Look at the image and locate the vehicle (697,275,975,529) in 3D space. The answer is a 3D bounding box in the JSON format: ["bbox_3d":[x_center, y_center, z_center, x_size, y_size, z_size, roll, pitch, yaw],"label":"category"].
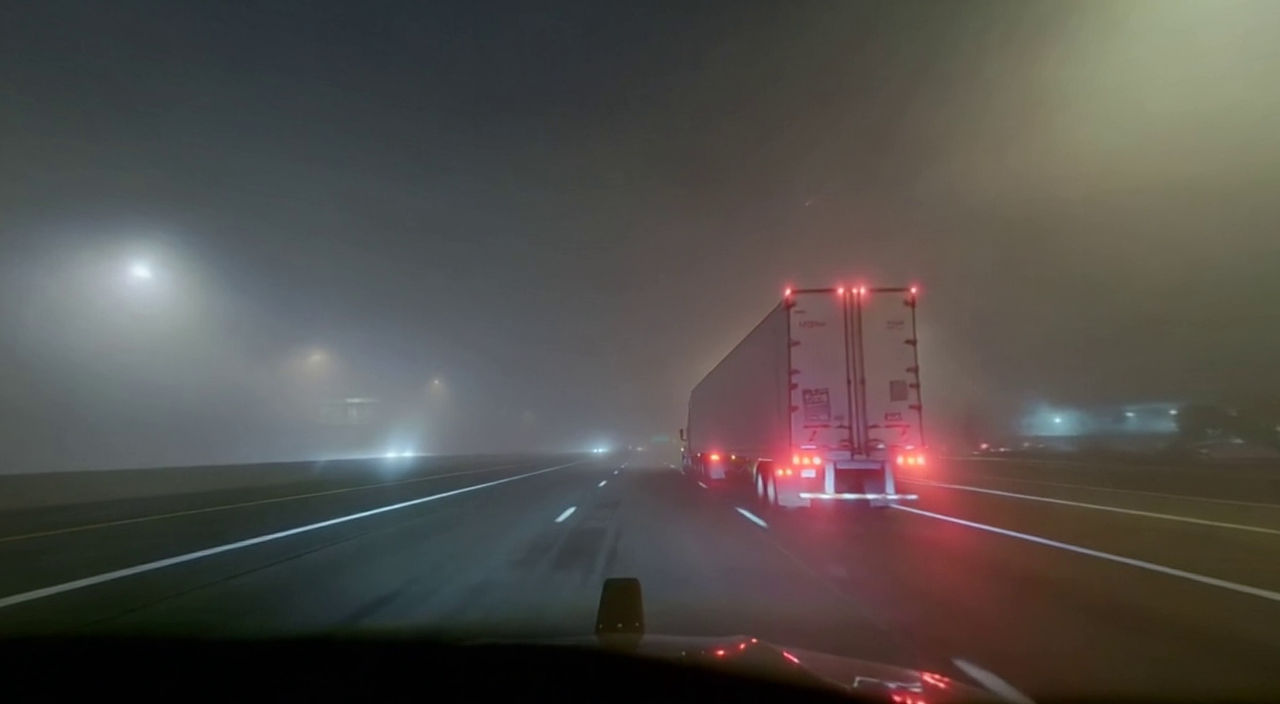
[{"bbox_3d":[3.843,1.954,18.222,2.949,4.149,16.046,0,-9,0],"label":"vehicle"}]

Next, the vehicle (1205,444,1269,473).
[{"bbox_3d":[35.322,6.266,37.200,4.488,1.596,1.972,7,-11,-38],"label":"vehicle"}]

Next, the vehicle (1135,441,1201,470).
[{"bbox_3d":[35.462,6.896,42.231,4.968,1.825,2.218,7,-11,-37],"label":"vehicle"}]

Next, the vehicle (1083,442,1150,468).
[{"bbox_3d":[36.081,7.765,47.639,4.783,1.697,2.084,2,-9,-28],"label":"vehicle"}]
